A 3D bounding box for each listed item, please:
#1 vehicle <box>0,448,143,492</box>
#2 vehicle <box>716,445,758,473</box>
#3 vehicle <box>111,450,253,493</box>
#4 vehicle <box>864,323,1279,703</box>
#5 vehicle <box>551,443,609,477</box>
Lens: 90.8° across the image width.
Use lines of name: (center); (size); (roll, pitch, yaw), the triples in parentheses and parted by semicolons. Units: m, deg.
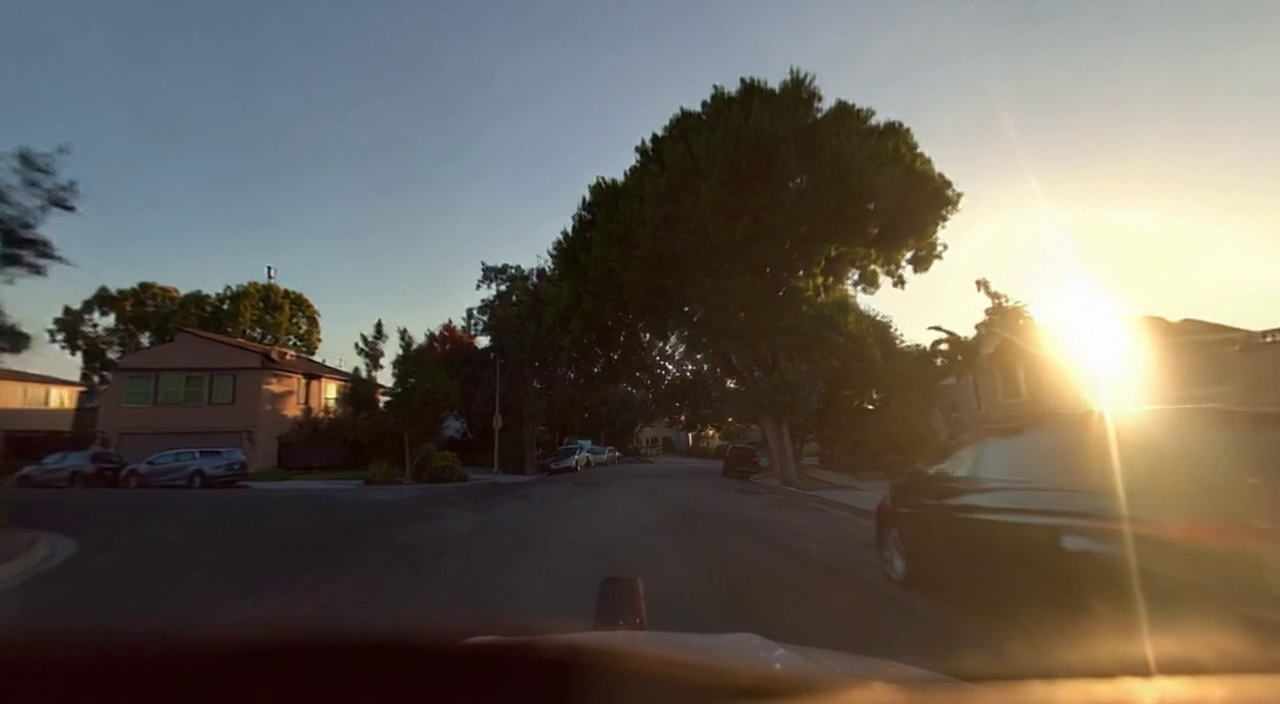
vehicle: (-20.409, 4.203, 22.710); (3.610, 1.501, 1.814); (-1, -9, 5)
vehicle: (6.372, 6.919, 41.102); (2.075, 1.657, 4.648); (-3, -9, 16)
vehicle: (-16.217, 4.207, 22.484); (3.734, 1.441, 1.756); (-1, -9, 4)
vehicle: (3.629, 1.098, 4.447); (2.228, 1.813, 4.901); (0, -9, -1)
vehicle: (-3.424, 6.260, 36.915); (2.041, 1.762, 4.508); (-4, -8, 12)
